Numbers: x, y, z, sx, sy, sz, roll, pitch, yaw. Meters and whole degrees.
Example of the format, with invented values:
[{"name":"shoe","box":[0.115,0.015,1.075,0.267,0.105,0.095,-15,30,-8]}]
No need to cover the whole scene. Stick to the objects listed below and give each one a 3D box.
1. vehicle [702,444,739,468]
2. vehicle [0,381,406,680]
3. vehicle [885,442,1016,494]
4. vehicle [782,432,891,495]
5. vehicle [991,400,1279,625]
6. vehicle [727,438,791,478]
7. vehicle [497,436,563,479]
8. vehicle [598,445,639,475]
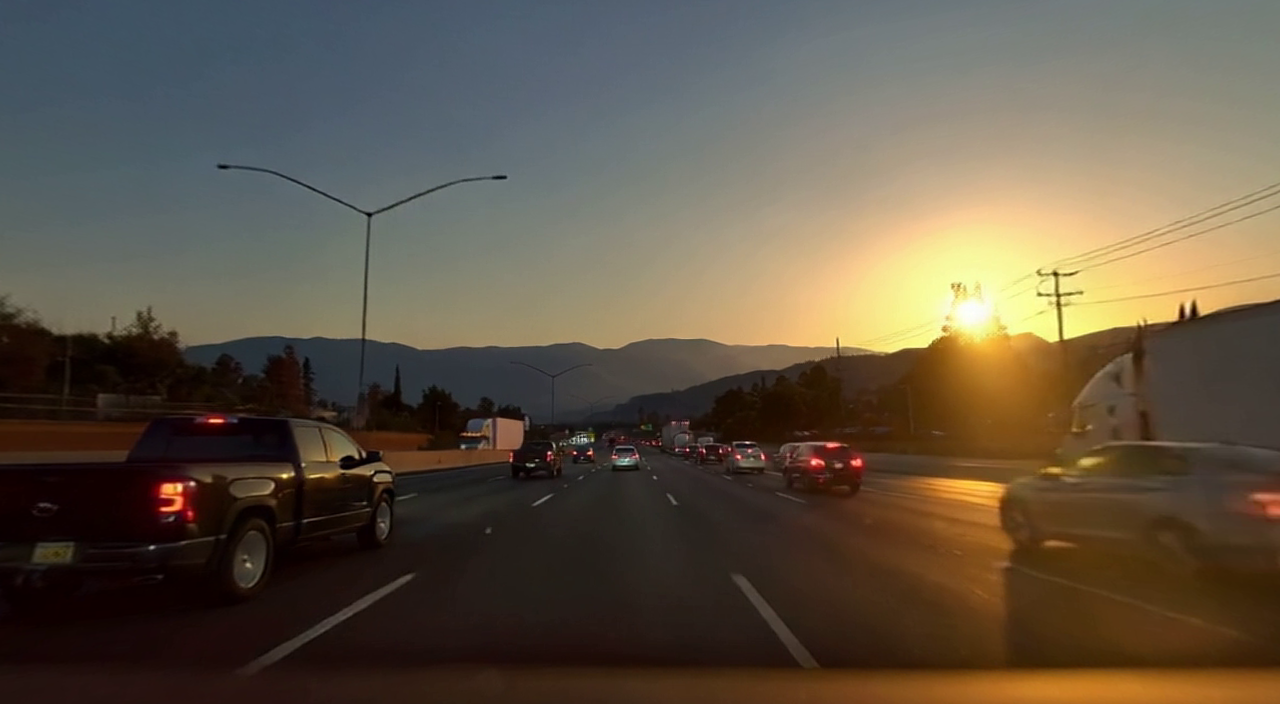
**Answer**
[{"name":"vehicle","box":[5.703,7.422,45.211,1.978,1.607,4.245,0,-9,-1]},{"name":"vehicle","box":[-4.092,1.341,5.861,2.127,1.705,4.374,0,-9,0]},{"name":"vehicle","box":[10.150,3.804,21.087,1.969,1.521,4.580,0,-9,-1]},{"name":"vehicle","box":[5.848,3.376,19.339,1.977,1.705,4.078,0,-9,-1]},{"name":"vehicle","box":[5.700,1.436,6.268,1.989,1.642,4.082,0,-9,-1]},{"name":"vehicle","box":[5.707,5.137,30.866,2.086,1.783,4.868,1,-9,-2]},{"name":"vehicle","box":[-4.940,4.828,29.070,2.147,1.825,4.602,0,-9,1]},{"name":"vehicle","box":[-1.122,5.828,34.274,2.060,1.508,4.308,0,-9,-1]}]
